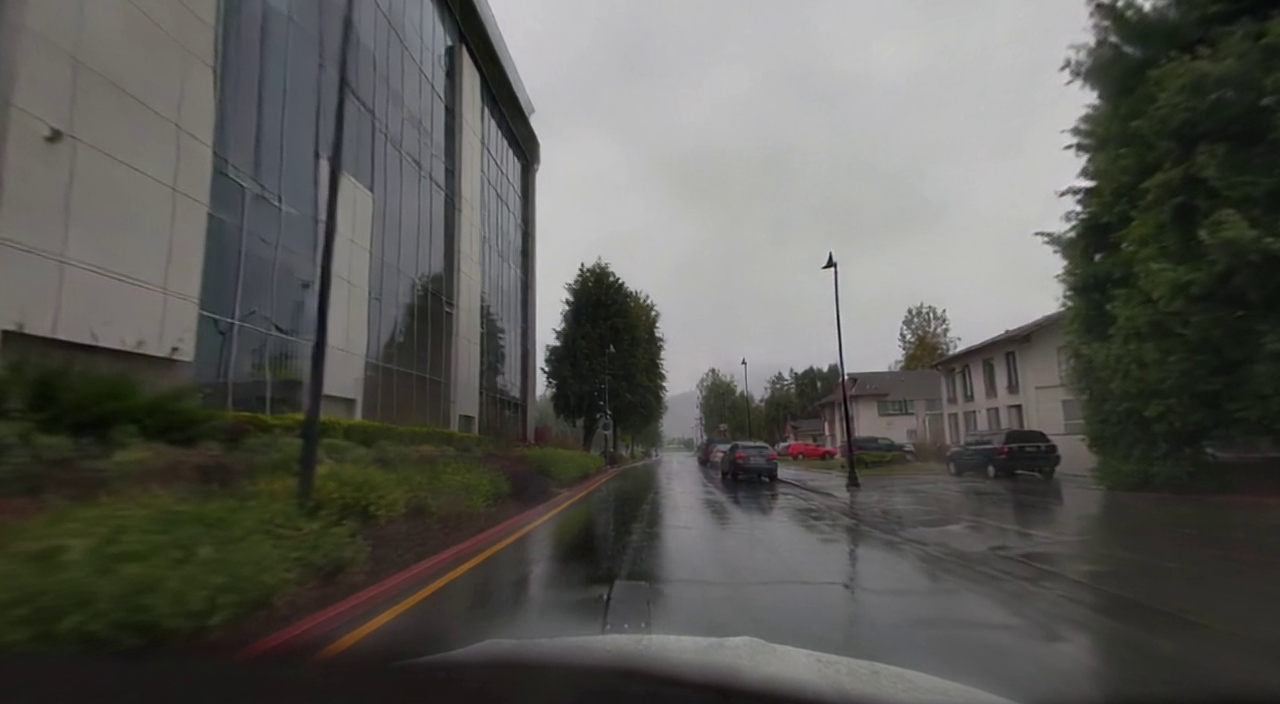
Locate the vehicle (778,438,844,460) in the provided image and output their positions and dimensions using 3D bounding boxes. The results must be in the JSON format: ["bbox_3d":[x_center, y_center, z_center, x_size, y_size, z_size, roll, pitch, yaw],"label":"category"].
[{"bbox_3d":[12.411,7.034,45.894,4.163,1.471,1.914,-1,-9,-1],"label":"vehicle"}]

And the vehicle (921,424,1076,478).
[{"bbox_3d":[10.704,3.026,19.363,1.997,1.430,4.986,-1,-9,2],"label":"vehicle"}]

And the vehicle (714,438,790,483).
[{"bbox_3d":[4.014,3.989,23.403,2.024,1.475,4.565,0,-9,1],"label":"vehicle"}]
